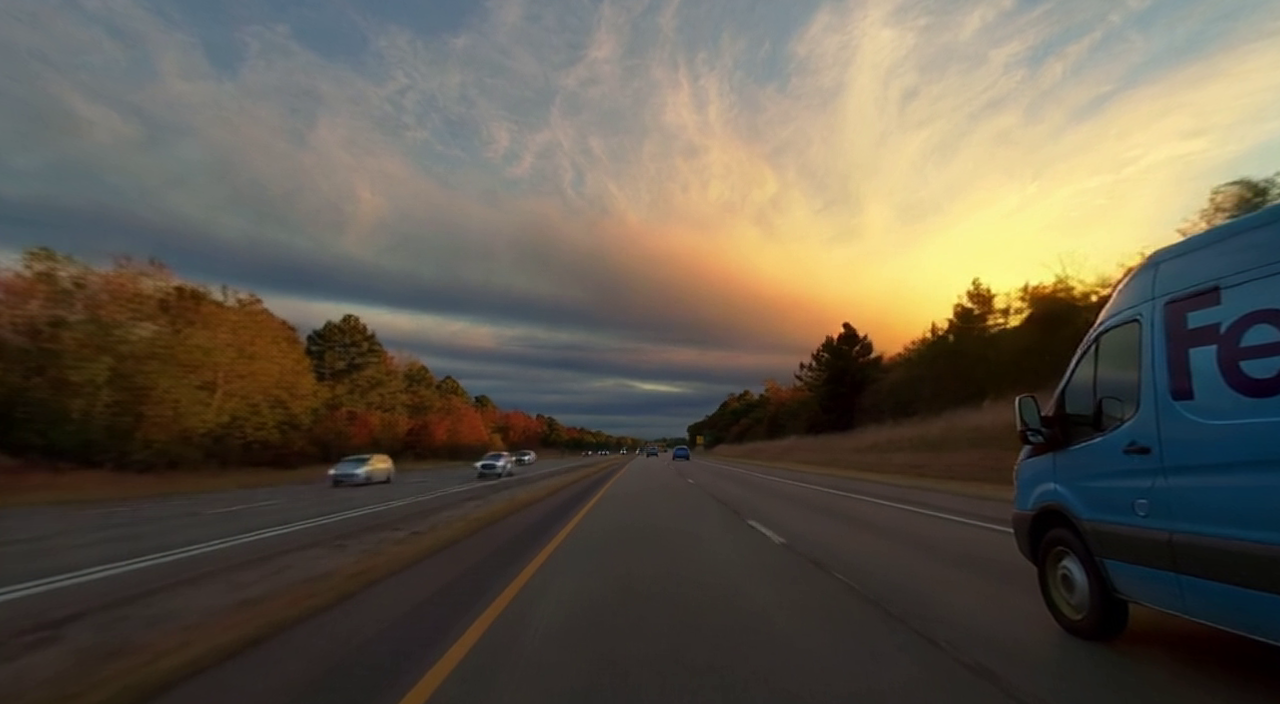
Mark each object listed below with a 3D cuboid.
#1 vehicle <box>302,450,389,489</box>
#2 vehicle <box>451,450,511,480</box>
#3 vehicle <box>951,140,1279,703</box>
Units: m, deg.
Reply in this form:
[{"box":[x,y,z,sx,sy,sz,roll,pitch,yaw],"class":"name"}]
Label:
[{"box":[-12.526,4.986,27.071,1.839,1.475,3.821,-1,-9,1],"class":"vehicle"},{"box":[-8.533,6.081,34.204,2.050,1.462,4.387,0,-9,1],"class":"vehicle"},{"box":[3.925,0.333,2.141,2.522,2.556,6.180,0,-9,0],"class":"vehicle"}]
